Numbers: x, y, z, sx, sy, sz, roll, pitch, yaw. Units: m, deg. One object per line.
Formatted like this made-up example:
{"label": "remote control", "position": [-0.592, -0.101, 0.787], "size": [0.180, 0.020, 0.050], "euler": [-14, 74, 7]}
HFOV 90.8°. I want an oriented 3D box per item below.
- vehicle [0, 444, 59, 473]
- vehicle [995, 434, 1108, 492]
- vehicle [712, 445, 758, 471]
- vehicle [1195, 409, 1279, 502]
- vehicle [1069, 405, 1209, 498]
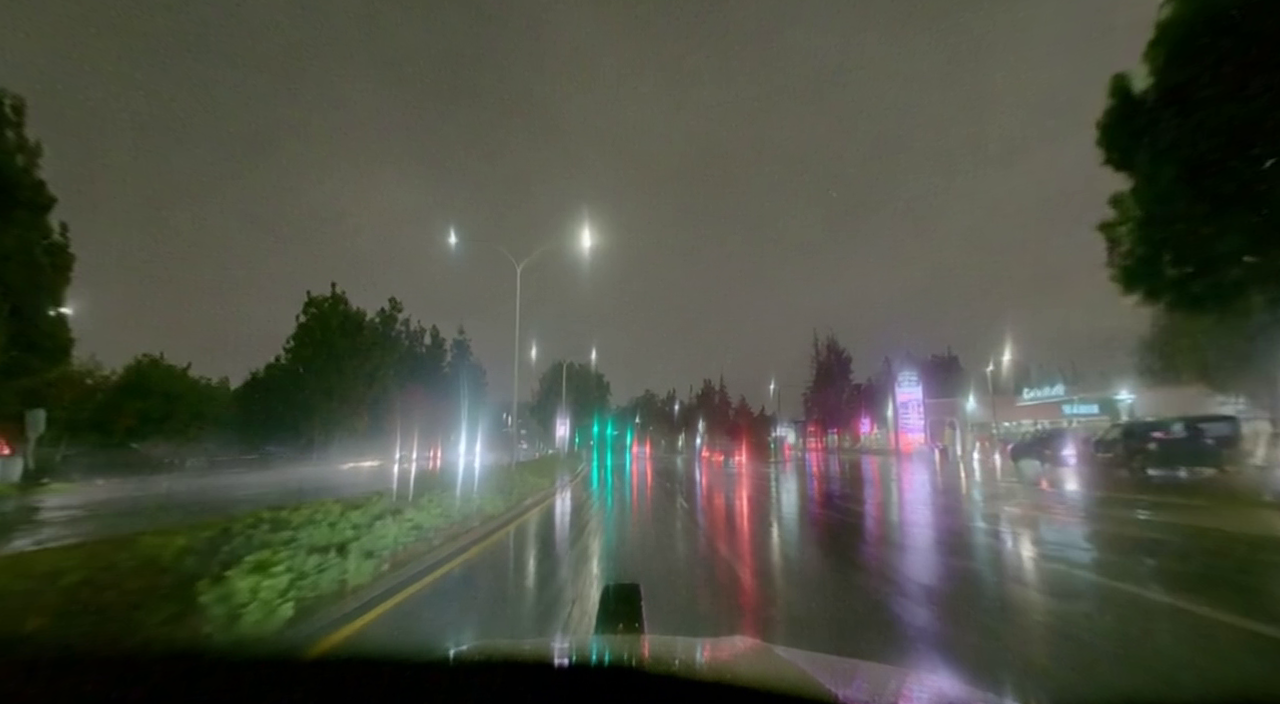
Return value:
{"label": "vehicle", "position": [-31.068, 5.209, 30.886], "size": [3.380, 1.366, 1.777], "euler": [1, -9, -4]}
{"label": "vehicle", "position": [15.782, 4.150, 24.112], "size": [5.251, 1.946, 2.114], "euler": [7, -11, -41]}
{"label": "vehicle", "position": [5.708, 6.425, 38.607], "size": [1.876, 1.474, 4.126], "euler": [1, -8, -4]}
{"label": "vehicle", "position": [18.911, 3.158, 19.217], "size": [6.051, 2.447, 2.293], "euler": [9, -12, -43]}
{"label": "vehicle", "position": [16.888, 3.299, 21.219], "size": [6.233, 2.676, 2.430], "euler": [7, -11, -42]}
